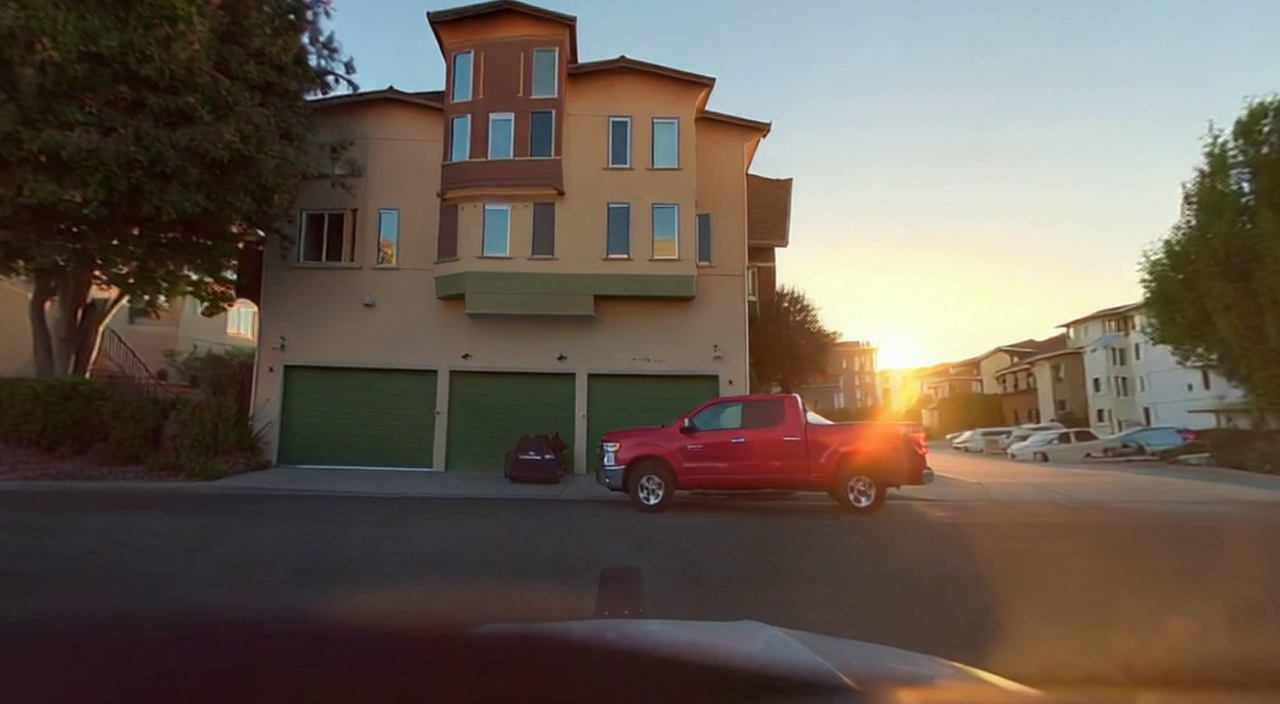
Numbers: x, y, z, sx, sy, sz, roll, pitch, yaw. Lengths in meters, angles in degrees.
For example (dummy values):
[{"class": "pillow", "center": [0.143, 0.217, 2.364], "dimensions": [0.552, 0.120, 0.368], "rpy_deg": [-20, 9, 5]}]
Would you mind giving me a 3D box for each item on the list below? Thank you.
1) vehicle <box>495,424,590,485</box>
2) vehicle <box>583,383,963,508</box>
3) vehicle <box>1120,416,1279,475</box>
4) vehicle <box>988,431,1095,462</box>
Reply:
[{"class": "vehicle", "center": [-2.872, 3.076, 19.446], "dimensions": [1.869, 1.460, 3.826], "rpy_deg": [-4, -5, 6]}, {"class": "vehicle", "center": [2.018, 1.578, 10.640], "dimensions": [5.600, 1.835, 2.161], "rpy_deg": [-1, -9, 6]}, {"class": "vehicle", "center": [17.789, 2.944, 19.826], "dimensions": [3.770, 1.496, 1.951], "rpy_deg": [3, -9, 7]}, {"class": "vehicle", "center": [19.284, 4.554, 30.402], "dimensions": [3.897, 1.416, 1.703], "rpy_deg": [-1, -9, 7]}]
